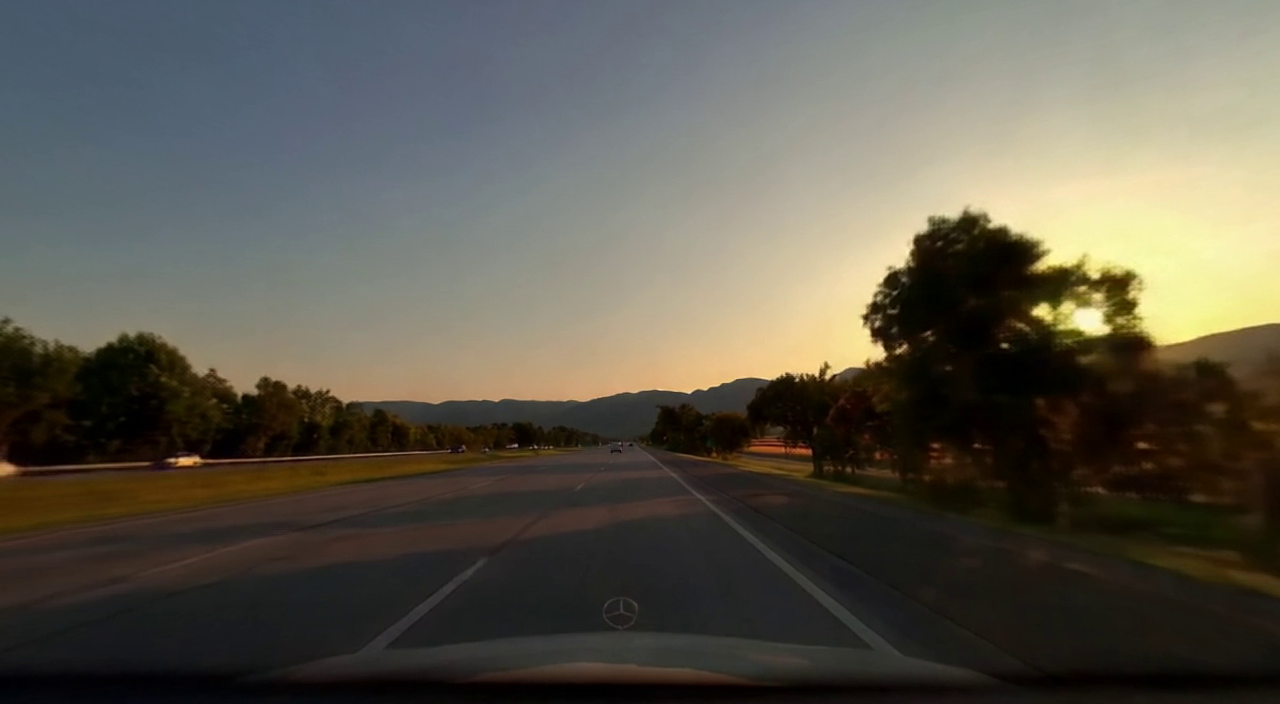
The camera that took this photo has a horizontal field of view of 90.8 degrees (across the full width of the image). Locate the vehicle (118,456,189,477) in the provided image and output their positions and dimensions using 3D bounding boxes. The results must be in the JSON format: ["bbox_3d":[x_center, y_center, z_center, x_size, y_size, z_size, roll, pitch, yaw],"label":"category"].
[{"bbox_3d":[-36.417,8.571,47.427,1.875,1.450,4.303,0,-8,-1],"label":"vehicle"}]
